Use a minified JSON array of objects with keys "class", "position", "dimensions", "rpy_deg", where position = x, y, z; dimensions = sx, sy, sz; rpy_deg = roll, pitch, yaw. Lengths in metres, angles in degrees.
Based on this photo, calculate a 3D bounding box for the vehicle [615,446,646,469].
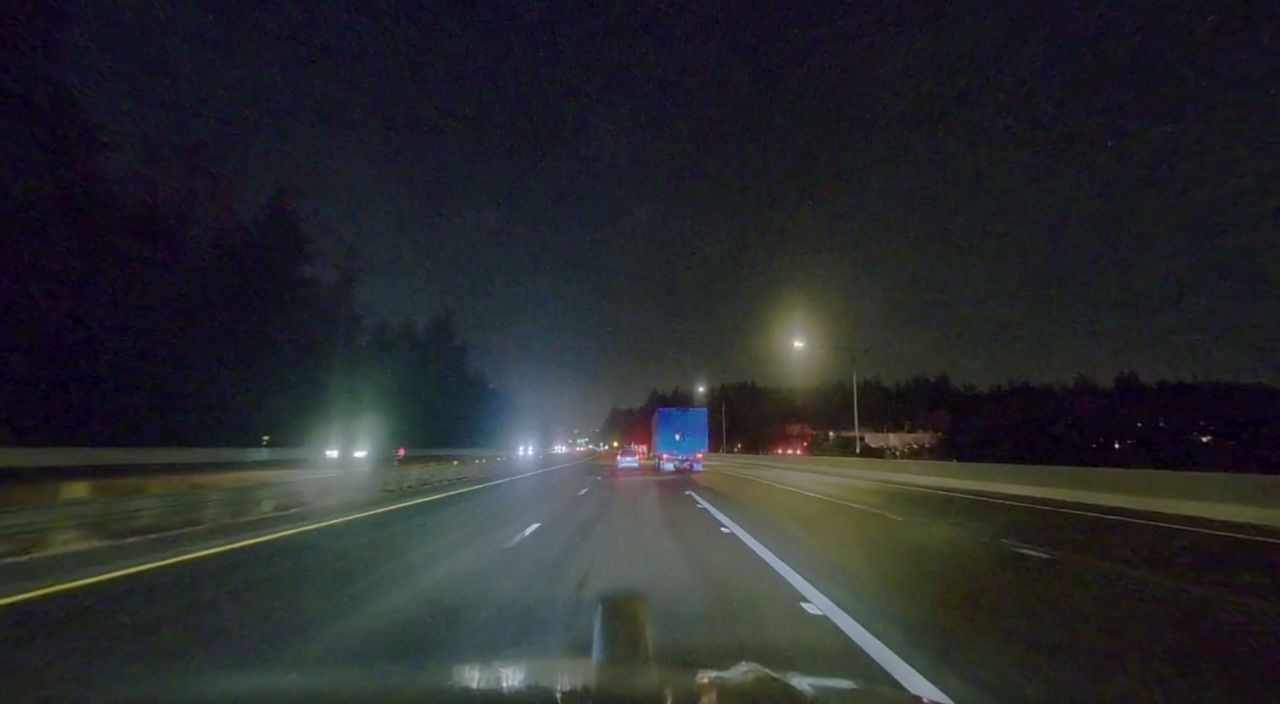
[{"class":"vehicle","position":[-0.628,6.955,41.801],"dimensions":[1.898,1.438,4.053],"rpy_deg":[0,-9,-1]}]

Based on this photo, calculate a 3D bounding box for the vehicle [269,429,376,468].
[{"class":"vehicle","position":[-12.658,3.910,25.545],"dimensions":[2.048,1.454,4.392],"rpy_deg":[0,-9,0]}]
